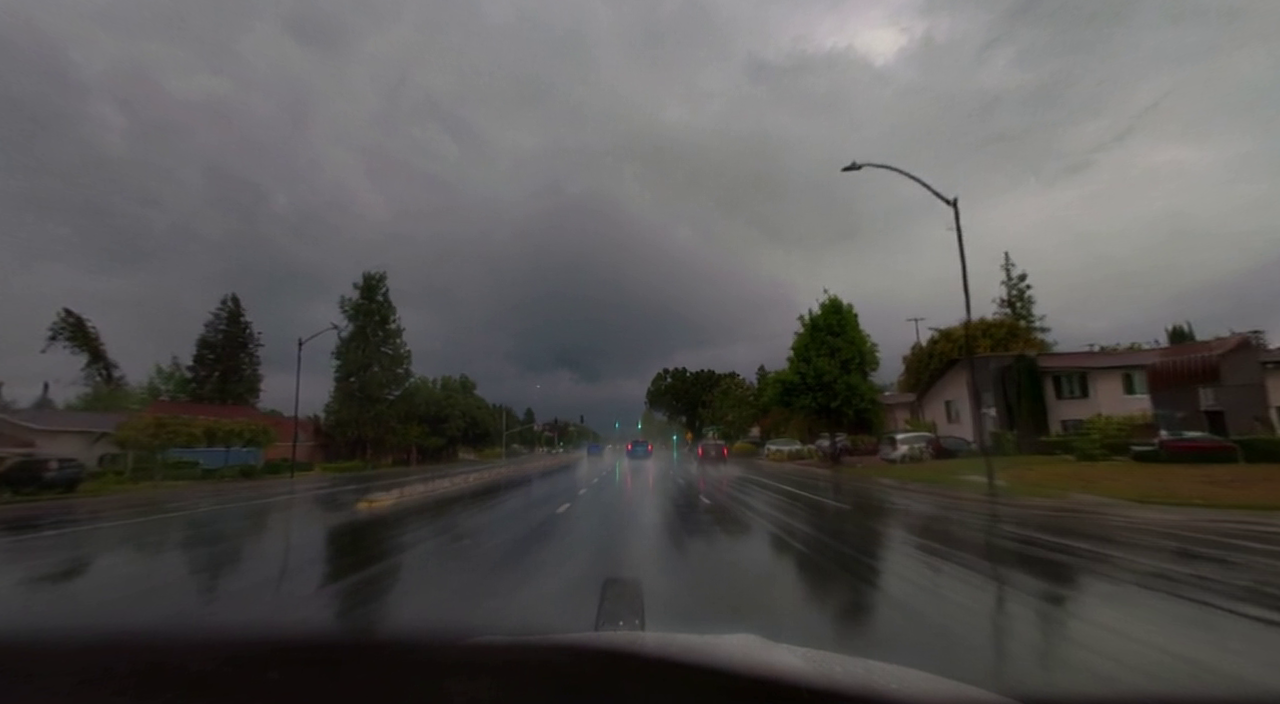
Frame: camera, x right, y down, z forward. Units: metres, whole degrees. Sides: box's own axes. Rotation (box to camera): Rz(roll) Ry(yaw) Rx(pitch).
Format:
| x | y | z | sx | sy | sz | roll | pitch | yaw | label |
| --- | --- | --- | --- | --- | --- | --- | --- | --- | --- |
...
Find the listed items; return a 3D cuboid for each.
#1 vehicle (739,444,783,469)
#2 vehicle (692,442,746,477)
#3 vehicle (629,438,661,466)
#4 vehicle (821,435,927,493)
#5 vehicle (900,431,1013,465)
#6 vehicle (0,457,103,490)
| x | y | z | sx | sy | sz | roll | pitch | yaw | label |
| --- | --- | --- | --- | --- | --- | --- | --- | --- | --- |
| 7.748 | 6.721 | 40.931 | 1.965 | 1.486 | 4.707 | 0 | -8 | 0 | vehicle |
| 3.523 | 4.845 | 28.835 | 1.830 | 1.451 | 4.009 | 0 | -8 | -1 | vehicle |
| 0.279 | 6.690 | 42.307 | 2.043 | 1.734 | 4.253 | 0 | -8 | -1 | vehicle |
| 7.709 | 3.698 | 21.241 | 1.933 | 1.759 | 3.900 | 0 | -8 | -2 | vehicle |
| 15.529 | 4.748 | 31.190 | 4.491 | 1.593 | 1.884 | -1 | -8 | 3 | vehicle |
| -29.949 | 6.107 | 32.127 | 1.806 | 1.476 | 3.985 | 0 | -8 | -1 | vehicle |
